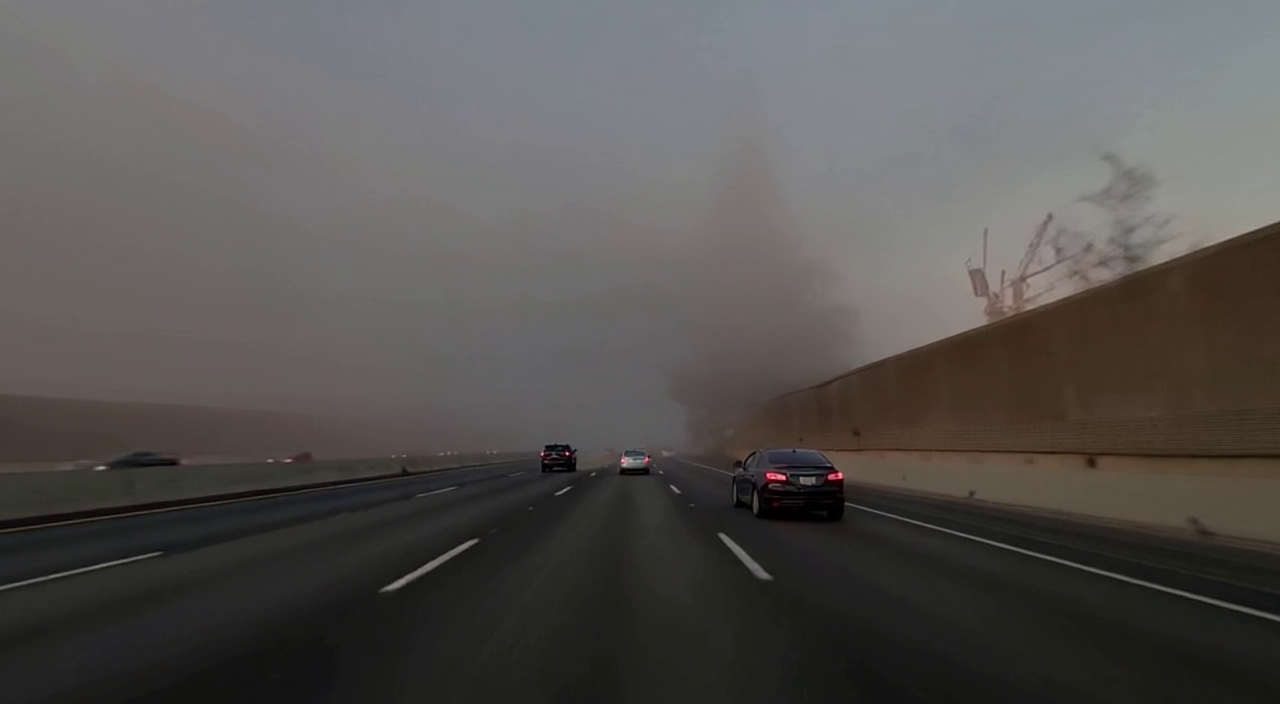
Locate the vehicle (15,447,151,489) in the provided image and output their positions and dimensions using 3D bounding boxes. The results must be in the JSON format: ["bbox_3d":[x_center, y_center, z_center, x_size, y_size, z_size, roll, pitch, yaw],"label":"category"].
[{"bbox_3d":[-22.026,4.556,25.237,1.751,1.510,3.999,0,-8,0],"label":"vehicle"}]

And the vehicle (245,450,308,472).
[{"bbox_3d":[-25.927,7.786,45.254,1.819,1.477,4.502,0,-8,0],"label":"vehicle"}]

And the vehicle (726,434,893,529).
[{"bbox_3d":[3.071,2.448,12.598,1.917,1.507,4.540,0,-8,-2],"label":"vehicle"}]

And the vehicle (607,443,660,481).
[{"bbox_3d":[-0.294,4.561,26.454,2.045,1.452,4.040,0,-8,-1],"label":"vehicle"}]

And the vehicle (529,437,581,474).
[{"bbox_3d":[-4.371,5.409,33.141,2.121,1.775,4.335,0,-8,1],"label":"vehicle"}]
